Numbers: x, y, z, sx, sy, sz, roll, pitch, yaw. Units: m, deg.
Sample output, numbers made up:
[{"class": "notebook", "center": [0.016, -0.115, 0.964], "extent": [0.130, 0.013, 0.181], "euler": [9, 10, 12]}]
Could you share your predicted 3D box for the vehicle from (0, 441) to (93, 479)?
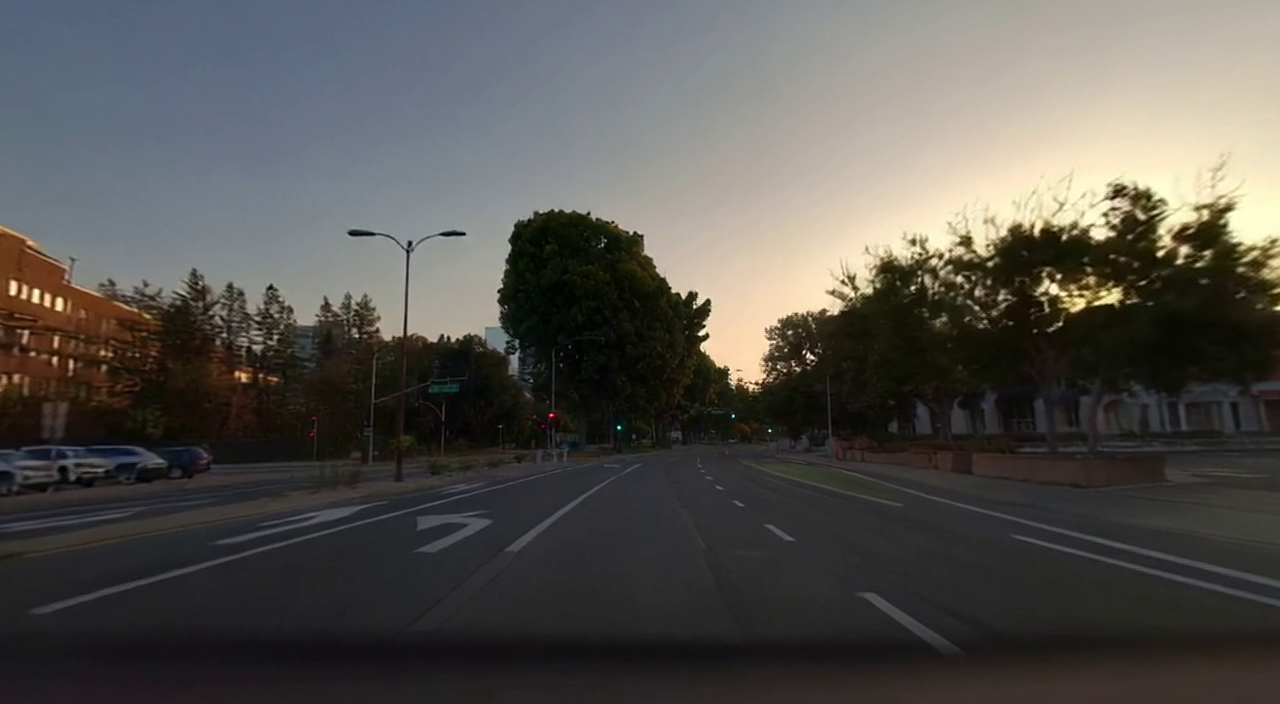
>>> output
[{"class": "vehicle", "center": [-28.678, 4.951, 29.076], "extent": [4.830, 1.664, 2.241], "euler": [0, -9, -1]}]

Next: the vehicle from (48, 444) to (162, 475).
[{"class": "vehicle", "center": [-29.044, 5.853, 34.380], "extent": [4.363, 1.590, 1.933], "euler": [0, -9, -1]}]

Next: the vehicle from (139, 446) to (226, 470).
[{"class": "vehicle", "center": [-31.150, 7.182, 43.161], "extent": [4.313, 1.549, 1.917], "euler": [3, -9, -20]}]
